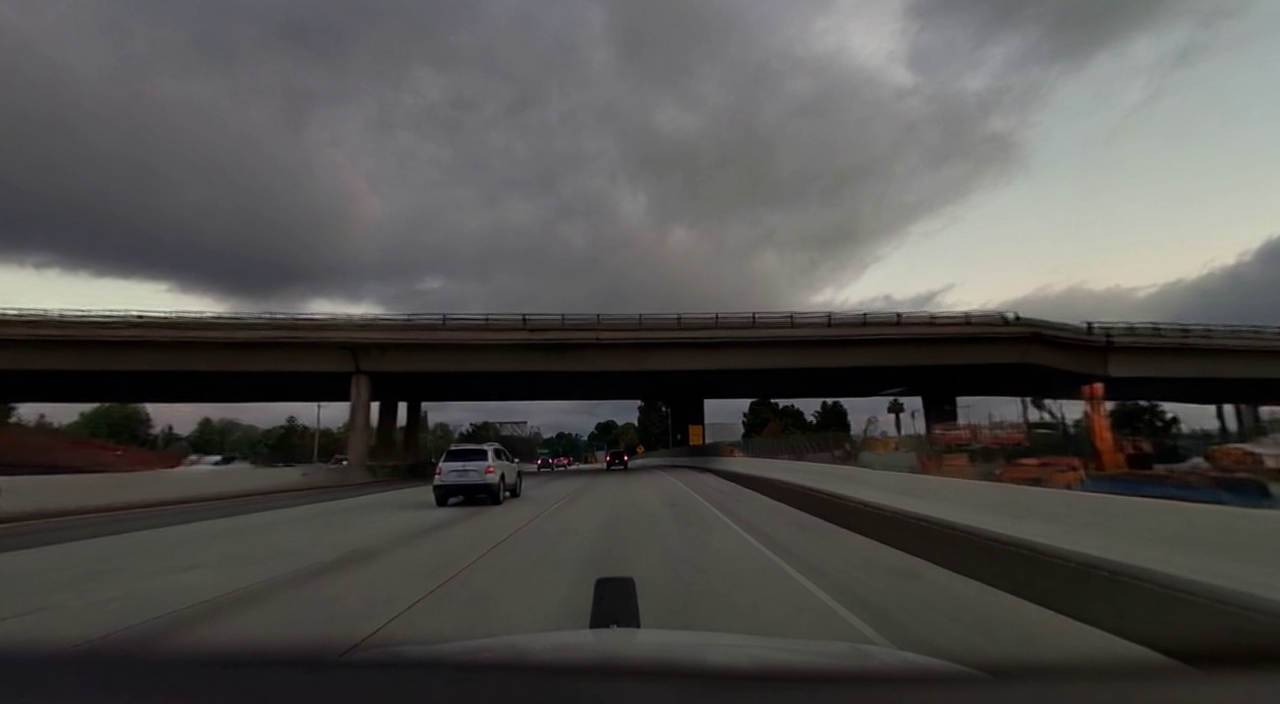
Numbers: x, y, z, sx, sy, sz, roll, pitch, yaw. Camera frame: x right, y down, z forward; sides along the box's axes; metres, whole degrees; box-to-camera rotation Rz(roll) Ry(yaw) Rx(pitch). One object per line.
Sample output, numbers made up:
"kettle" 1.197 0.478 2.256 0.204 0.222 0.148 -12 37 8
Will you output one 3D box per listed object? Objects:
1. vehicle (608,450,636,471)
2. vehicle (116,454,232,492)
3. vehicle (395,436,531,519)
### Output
"vehicle" -1.403 8.113 47.387 2.051 1.459 4.092 0 -9 -3
"vehicle" -22.026 5.711 30.162 1.898 1.612 4.808 0 -8 -1
"vehicle" -3.939 2.847 14.902 2.024 1.655 4.192 0 -9 0
